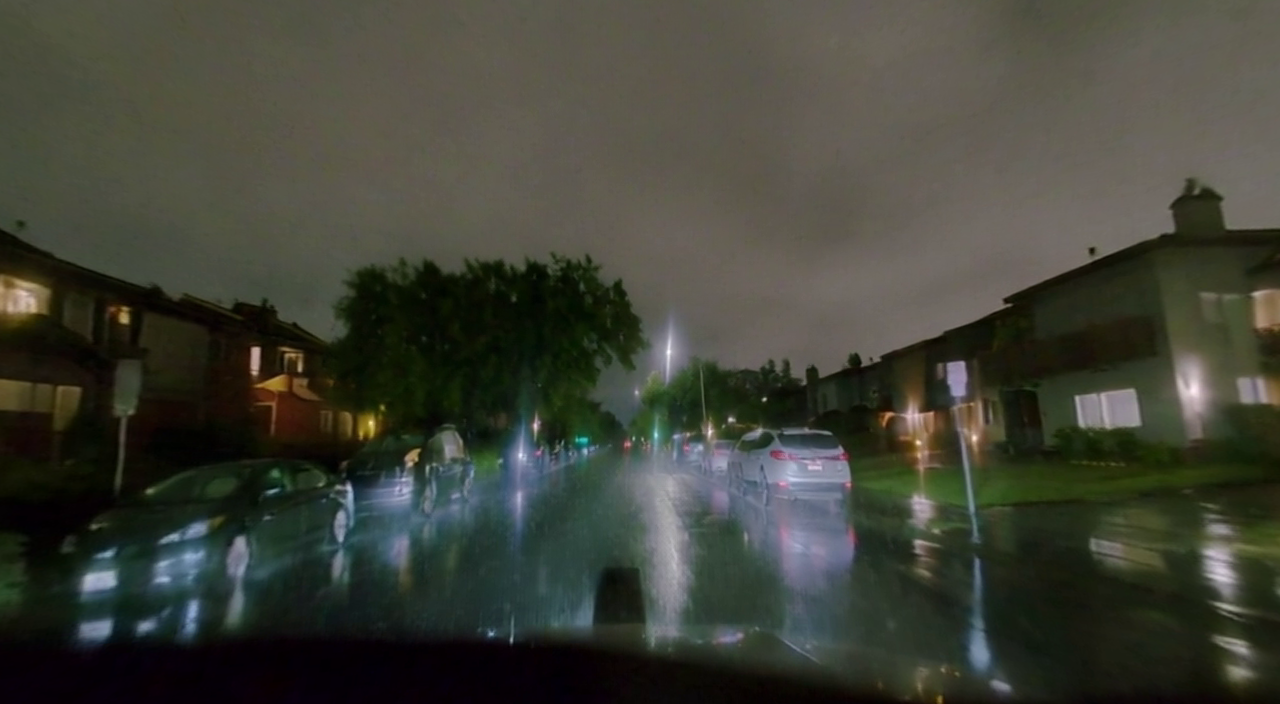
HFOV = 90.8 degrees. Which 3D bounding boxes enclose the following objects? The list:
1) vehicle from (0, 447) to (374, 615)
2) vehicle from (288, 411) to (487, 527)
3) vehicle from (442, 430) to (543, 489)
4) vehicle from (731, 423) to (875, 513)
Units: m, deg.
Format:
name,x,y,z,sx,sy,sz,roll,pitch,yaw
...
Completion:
name,x,y,z,sx,sy,sz,roll,pitch,yaw
vehicle,-5.285,1.964,8.035,1.858,1.456,4.587,0,-8,-1
vehicle,-5.294,2.538,14.367,2.390,2.123,5.371,0,-8,-1
vehicle,-5.305,3.958,23.669,2.683,1.923,5.421,0,-8,-3
vehicle,3.496,2.588,14.584,1.994,1.710,4.699,0,-8,-1
